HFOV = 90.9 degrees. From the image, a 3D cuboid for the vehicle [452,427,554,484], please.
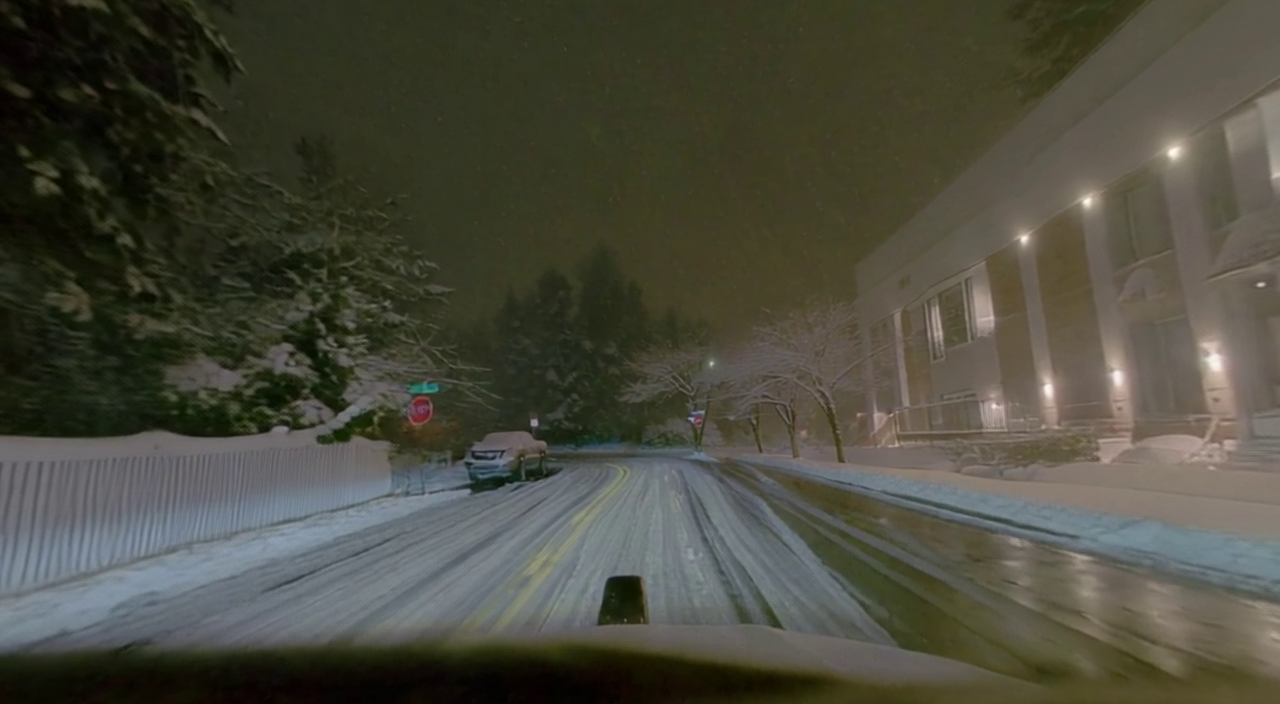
[{"bbox_3d":[-5.113,3.944,24.664,2.308,1.899,6.107,-1,-7,3],"label":"vehicle"}]
